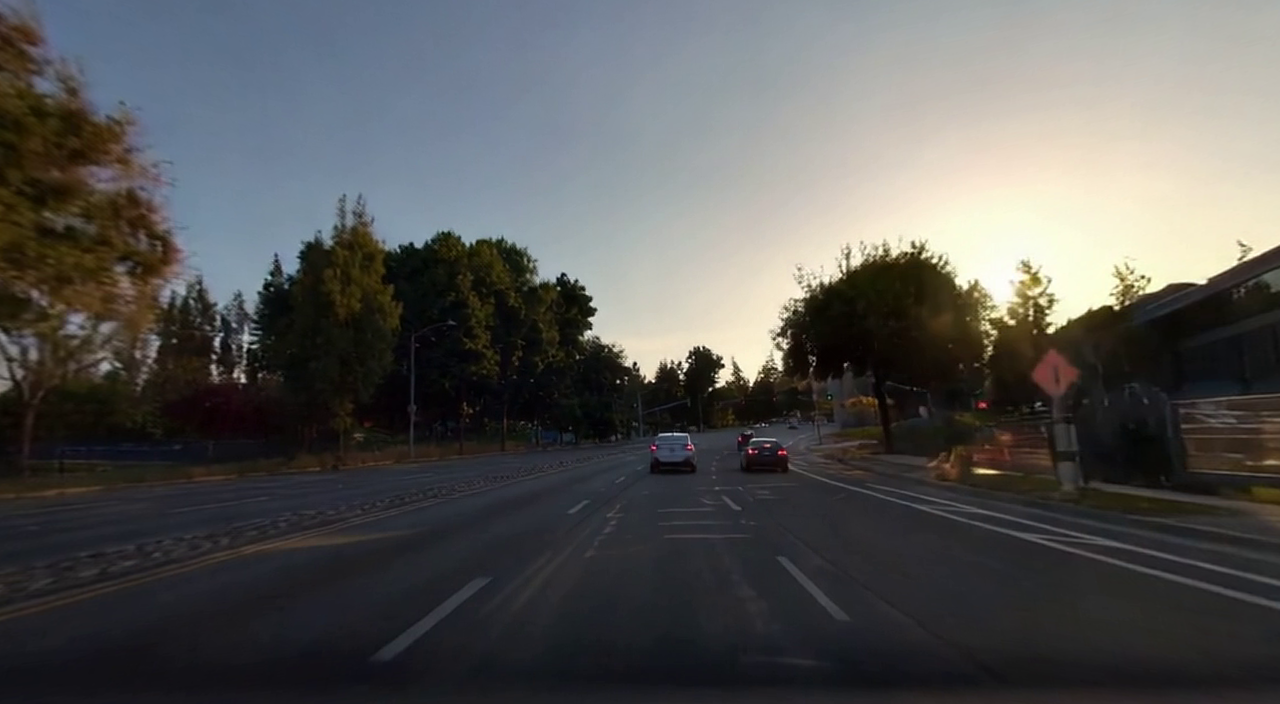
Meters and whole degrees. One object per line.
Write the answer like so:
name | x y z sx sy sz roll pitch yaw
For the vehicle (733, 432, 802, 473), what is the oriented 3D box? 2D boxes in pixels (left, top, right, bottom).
vehicle | 4.963 3.984 25.209 2.147 1.474 4.083 -1 -8 4

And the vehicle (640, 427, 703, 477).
vehicle | 1.258 3.711 23.547 2.105 1.676 4.541 -1 -8 5
